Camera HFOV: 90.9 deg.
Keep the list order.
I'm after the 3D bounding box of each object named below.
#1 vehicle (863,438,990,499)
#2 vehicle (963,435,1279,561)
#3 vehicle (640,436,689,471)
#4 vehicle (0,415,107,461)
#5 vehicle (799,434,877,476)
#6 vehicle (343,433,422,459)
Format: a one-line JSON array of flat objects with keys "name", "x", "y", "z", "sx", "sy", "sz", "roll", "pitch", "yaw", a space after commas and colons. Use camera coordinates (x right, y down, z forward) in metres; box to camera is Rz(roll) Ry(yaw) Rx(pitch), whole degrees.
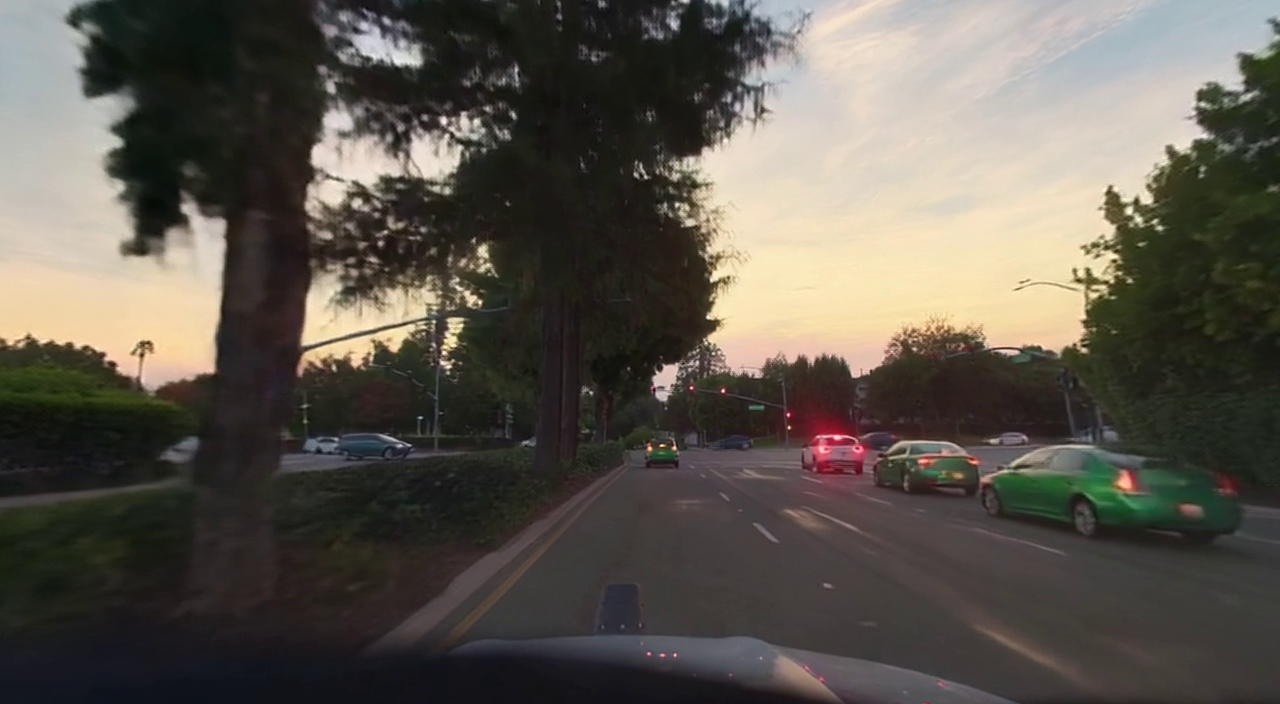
[{"name": "vehicle", "x": 7.632, "y": 3.120, "z": 17.249, "sx": 1.726, "sy": 1.467, "sz": 3.793, "roll": 0, "pitch": -8, "yaw": 1}, {"name": "vehicle", "x": 7.246, "y": 2.097, "z": 9.919, "sx": 1.947, "sy": 1.478, "sz": 4.731, "roll": -1, "pitch": -8, "yaw": 2}, {"name": "vehicle", "x": 1.046, "y": 4.581, "z": 28.581, "sx": 2.041, "sy": 1.485, "sz": 3.813, "roll": 0, "pitch": -8, "yaw": 1}, {"name": "vehicle", "x": -45.708, "y": 6.381, "z": 46.218, "sx": 10.544, "sy": 3.126, "sz": 2.909, "roll": -1, "pitch": -8, "yaw": 1}, {"name": "vehicle", "x": 8.033, "y": 4.209, "z": 26.009, "sx": 1.901, "sy": 1.577, "sz": 4.348, "roll": 0, "pitch": -8, "yaw": 2}, {"name": "vehicle", "x": -18.481, "y": 6.743, "z": 45.362, "sx": 4.786, "sy": 1.803, "sz": 1.967, "roll": -1, "pitch": -8, "yaw": 5}]
